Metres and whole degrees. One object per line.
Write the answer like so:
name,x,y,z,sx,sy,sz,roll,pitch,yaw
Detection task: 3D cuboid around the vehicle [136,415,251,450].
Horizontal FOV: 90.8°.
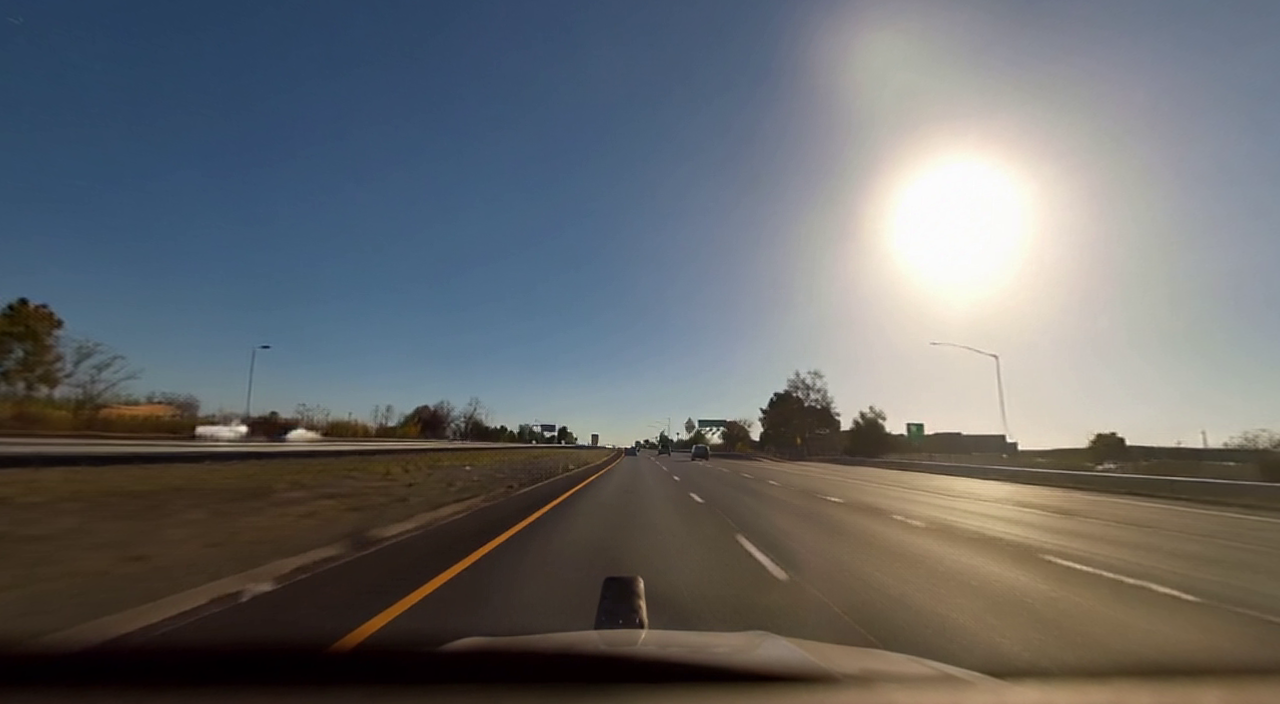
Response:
vehicle,-25.379,4.708,36.227,2.251,1.820,5.899,0,-9,0

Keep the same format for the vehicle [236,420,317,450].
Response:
vehicle,-21.563,5.001,37.753,1.928,1.628,4.890,0,-9,0
